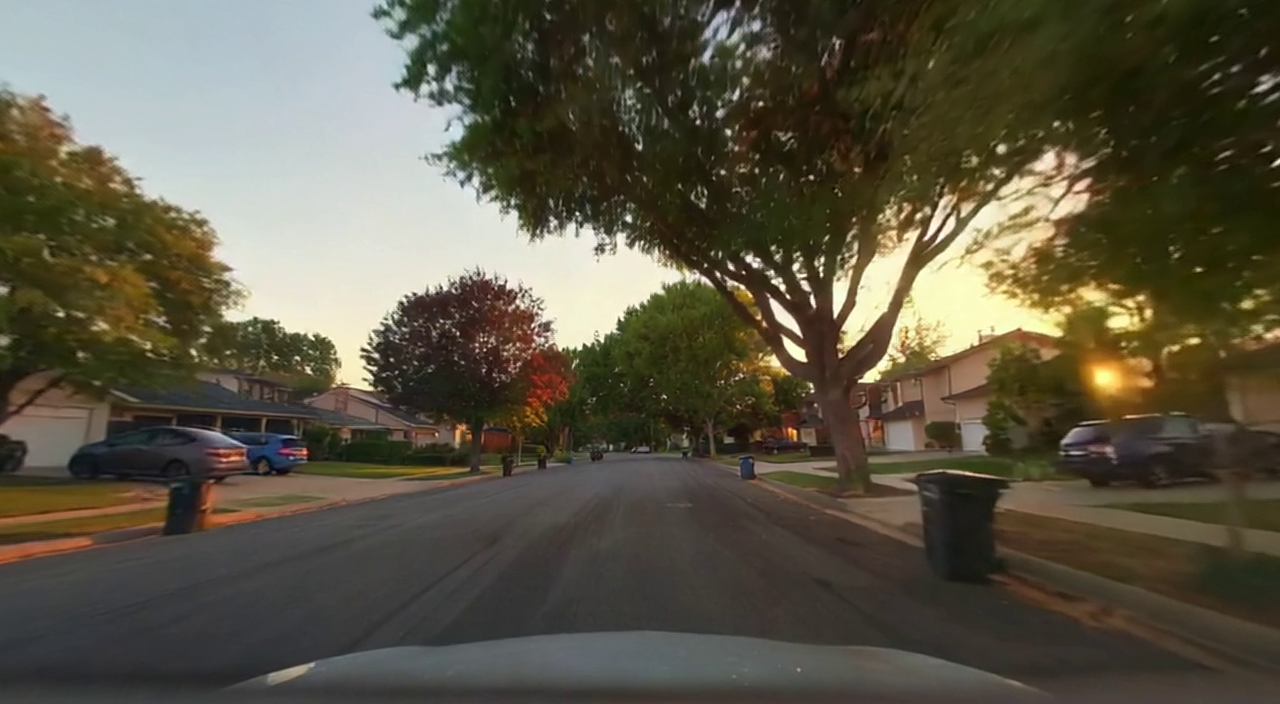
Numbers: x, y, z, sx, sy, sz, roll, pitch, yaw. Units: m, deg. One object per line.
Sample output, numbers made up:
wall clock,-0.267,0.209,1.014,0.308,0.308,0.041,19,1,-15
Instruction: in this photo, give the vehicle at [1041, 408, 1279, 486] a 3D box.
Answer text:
vehicle,11.459,2.020,13.532,4.254,1.538,2.020,0,-8,2

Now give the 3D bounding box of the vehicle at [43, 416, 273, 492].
vehicle,-13.227,2.824,17.560,4.587,1.786,2.127,2,-9,2
